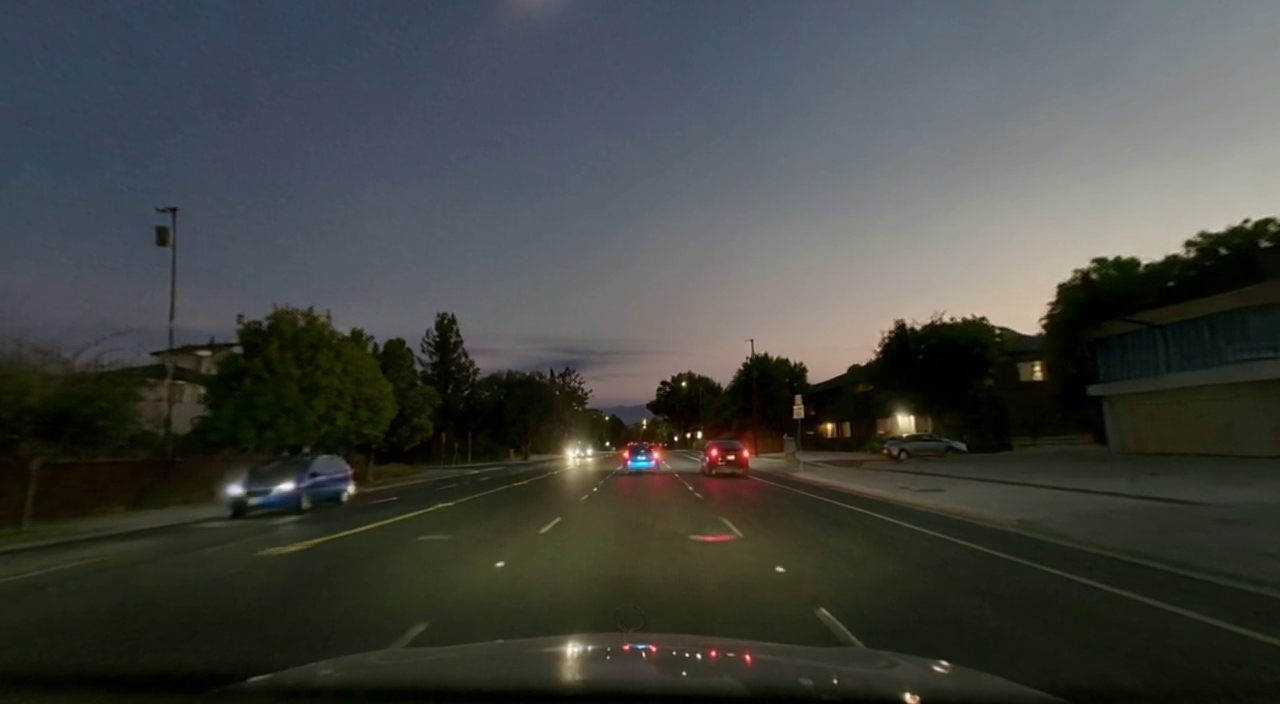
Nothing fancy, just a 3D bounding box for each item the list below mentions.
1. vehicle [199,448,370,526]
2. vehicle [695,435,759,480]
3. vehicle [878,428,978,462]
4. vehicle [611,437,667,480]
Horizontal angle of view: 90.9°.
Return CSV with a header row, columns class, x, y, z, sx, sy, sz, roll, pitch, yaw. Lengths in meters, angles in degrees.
class,x,y,z,sx,sy,sz,roll,pitch,yaw
vehicle,-9.595,3.628,17.558,2.101,1.703,4.481,-4,-9,1
vehicle,3.594,4.427,26.769,2.024,1.711,4.512,0,-8,0
vehicle,15.412,5.019,33.915,4.378,1.754,2.007,1,-9,0
vehicle,-0.044,4.531,27.032,2.200,1.653,4.127,0,-8,0
